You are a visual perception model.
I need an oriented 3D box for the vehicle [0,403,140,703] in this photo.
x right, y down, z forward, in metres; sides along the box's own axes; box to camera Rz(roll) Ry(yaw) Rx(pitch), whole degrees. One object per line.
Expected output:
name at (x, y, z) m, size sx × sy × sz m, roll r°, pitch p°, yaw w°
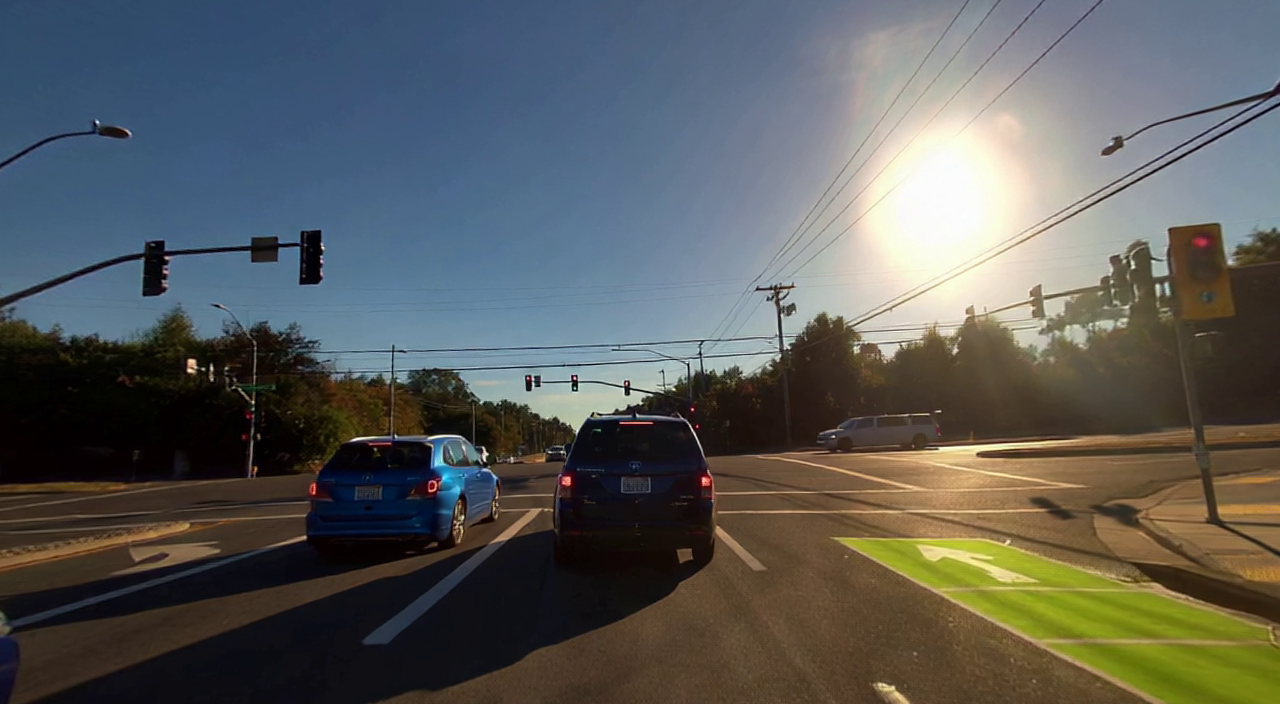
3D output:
vehicle at (-3.350, 0.663, 0.448) m, size 1.928 × 1.488 × 4.936 m, roll 0°, pitch -8°, yaw 0°

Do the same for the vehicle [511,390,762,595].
vehicle at (-0.058, 1.522, 7.614) m, size 2.182 × 1.773 × 4.041 m, roll 0°, pitch -8°, yaw -1°

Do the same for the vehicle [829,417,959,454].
vehicle at (13.846, 4.602, 34.830) m, size 6.143 × 1.944 × 2.229 m, roll -1°, pitch -8°, yaw 5°

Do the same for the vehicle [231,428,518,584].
vehicle at (-2.932, 1.766, 8.015) m, size 1.969 × 1.486 × 3.702 m, roll 0°, pitch -8°, yaw 1°
